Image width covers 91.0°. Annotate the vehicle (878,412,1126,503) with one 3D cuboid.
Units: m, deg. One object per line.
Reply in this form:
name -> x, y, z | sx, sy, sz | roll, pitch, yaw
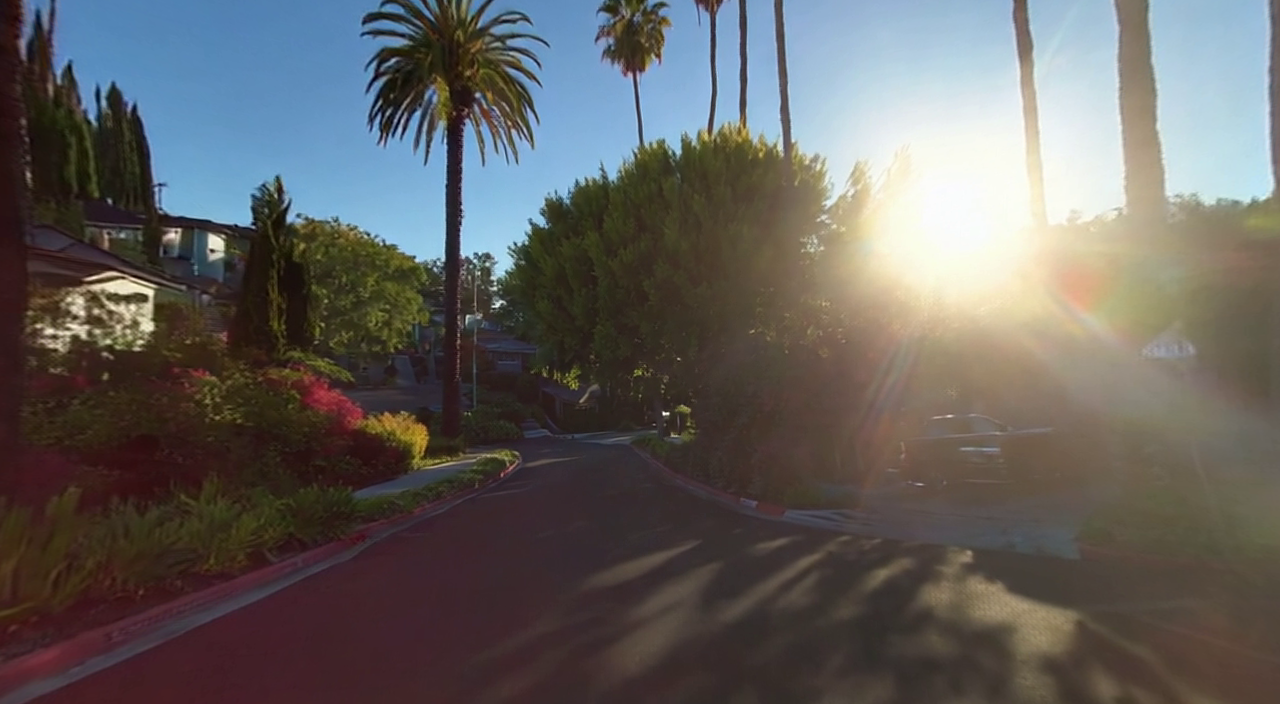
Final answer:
vehicle -> 8.915, 2.620, 15.513 | 5.663, 1.913, 2.170 | 5, -10, -23
